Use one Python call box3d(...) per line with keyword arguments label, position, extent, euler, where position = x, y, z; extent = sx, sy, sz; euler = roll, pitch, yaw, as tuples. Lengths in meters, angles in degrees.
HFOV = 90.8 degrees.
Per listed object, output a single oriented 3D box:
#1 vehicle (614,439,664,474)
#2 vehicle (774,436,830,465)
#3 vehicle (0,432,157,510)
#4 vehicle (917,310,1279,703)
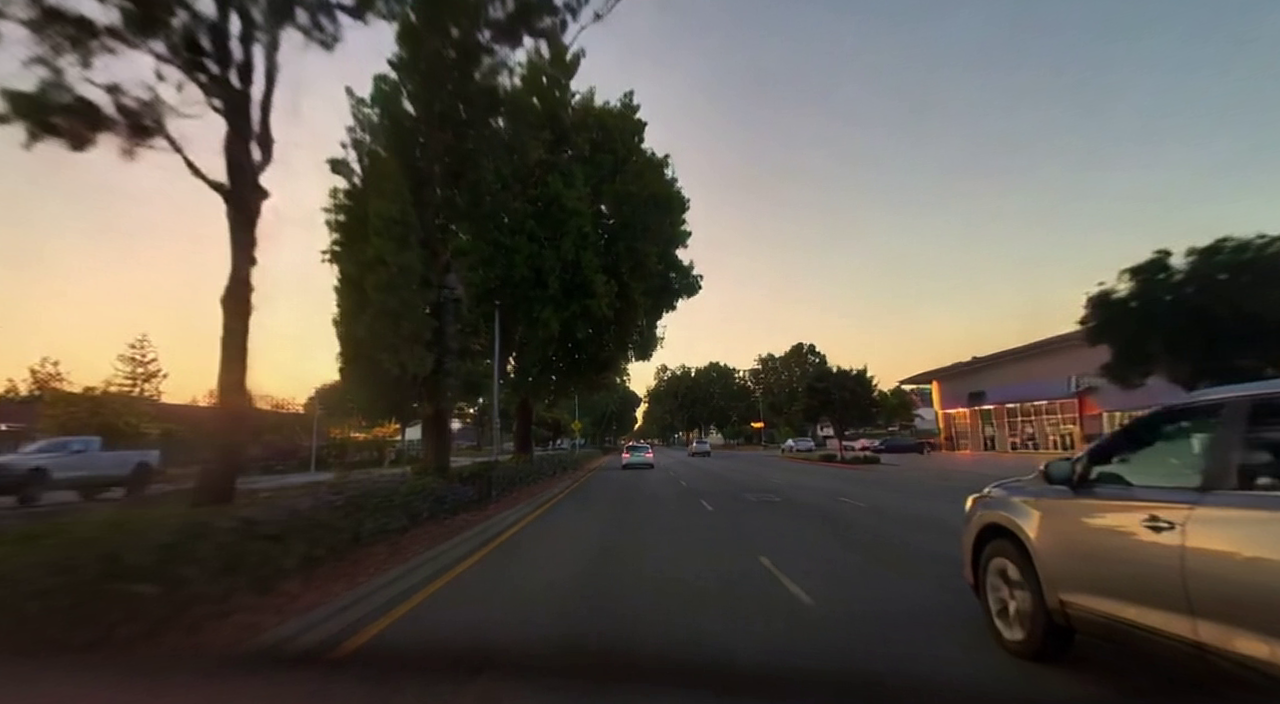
box3d(label="vehicle", position=(-0.083, 4.827, 29.315), extent=(2.126, 1.475, 3.967), euler=(0, -8, -1))
box3d(label="vehicle", position=(10.094, 6.204, 39.872), extent=(2.079, 1.716, 4.771), euler=(0, -8, -2))
box3d(label="vehicle", position=(-17.037, 3.299, 17.949), extent=(2.195, 1.911, 5.549), euler=(0, -8, 0))
box3d(label="vehicle", position=(3.200, 0.781, 2.583), extent=(2.110, 1.698, 4.397), euler=(0, -8, 0))
